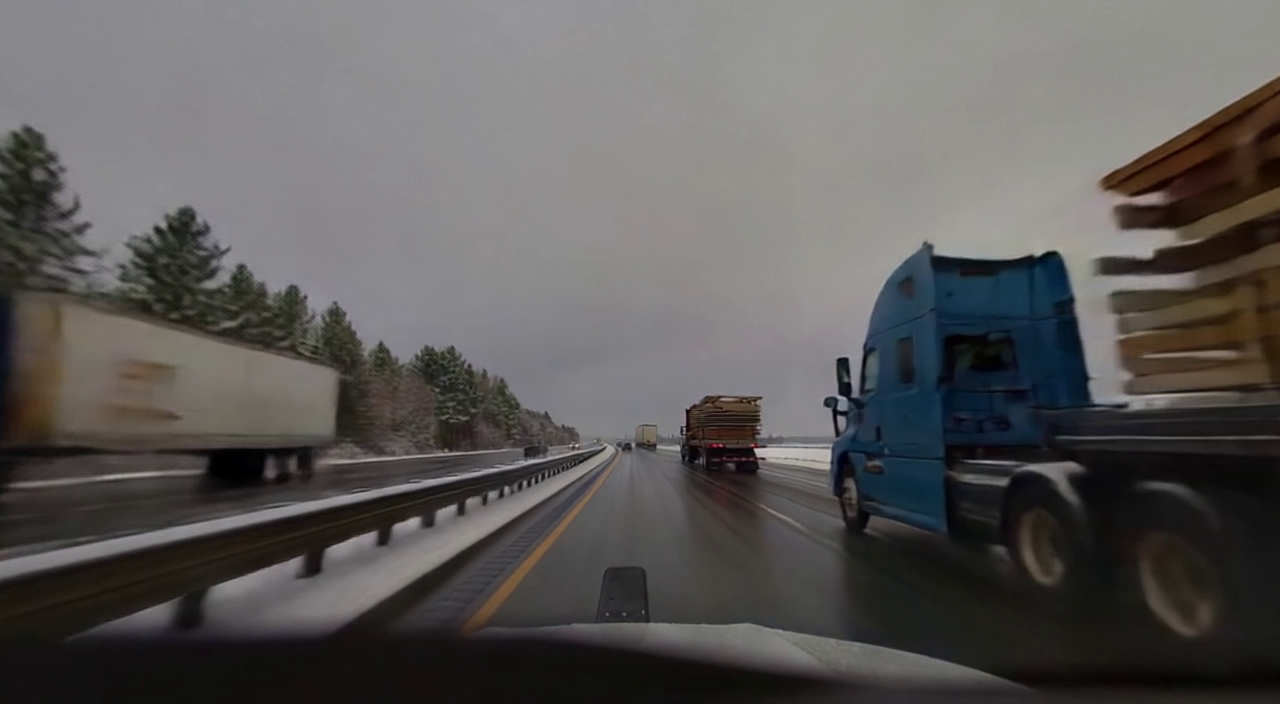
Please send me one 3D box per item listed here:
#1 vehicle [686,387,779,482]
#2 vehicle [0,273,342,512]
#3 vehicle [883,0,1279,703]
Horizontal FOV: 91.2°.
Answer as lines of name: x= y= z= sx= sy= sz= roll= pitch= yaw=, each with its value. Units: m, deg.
vehicle: x=4.536 y=4.667 z=35.194 sx=3.023 sy=4.054 sz=16.882 roll=0 pitch=-8 yaw=1
vehicle: x=-12.227 y=1.492 z=15.842 sx=2.918 sy=3.962 sz=13.528 roll=0 pitch=-9 yaw=-1
vehicle: x=4.817 y=-0.486 z=0.964 sx=3.024 sy=4.065 sz=13.796 roll=-1 pitch=-7 yaw=-2
